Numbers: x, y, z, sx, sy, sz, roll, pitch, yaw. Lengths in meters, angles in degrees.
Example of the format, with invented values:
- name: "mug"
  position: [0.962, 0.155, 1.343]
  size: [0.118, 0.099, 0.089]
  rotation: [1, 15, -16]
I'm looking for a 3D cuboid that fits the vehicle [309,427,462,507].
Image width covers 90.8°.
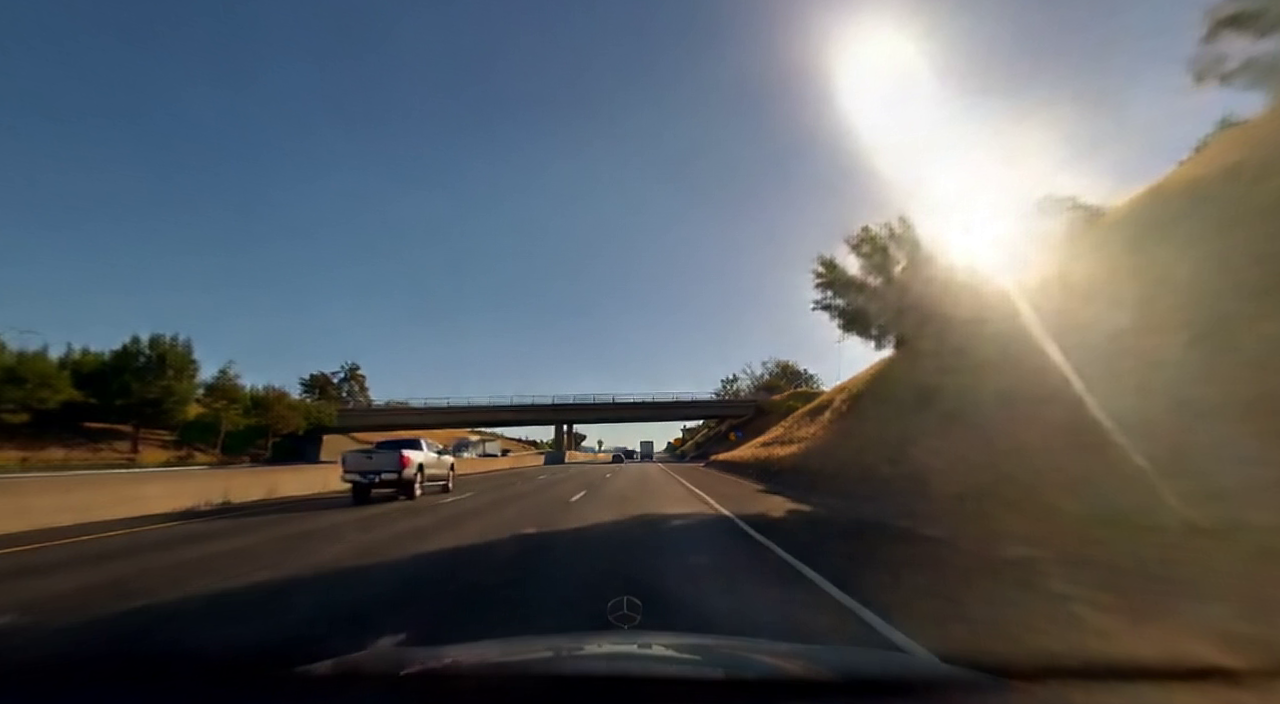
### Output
- name: "vehicle"
  position: [-7.019, 3.257, 18.211]
  size: [2.232, 1.947, 5.180]
  rotation: [0, -9, 0]
